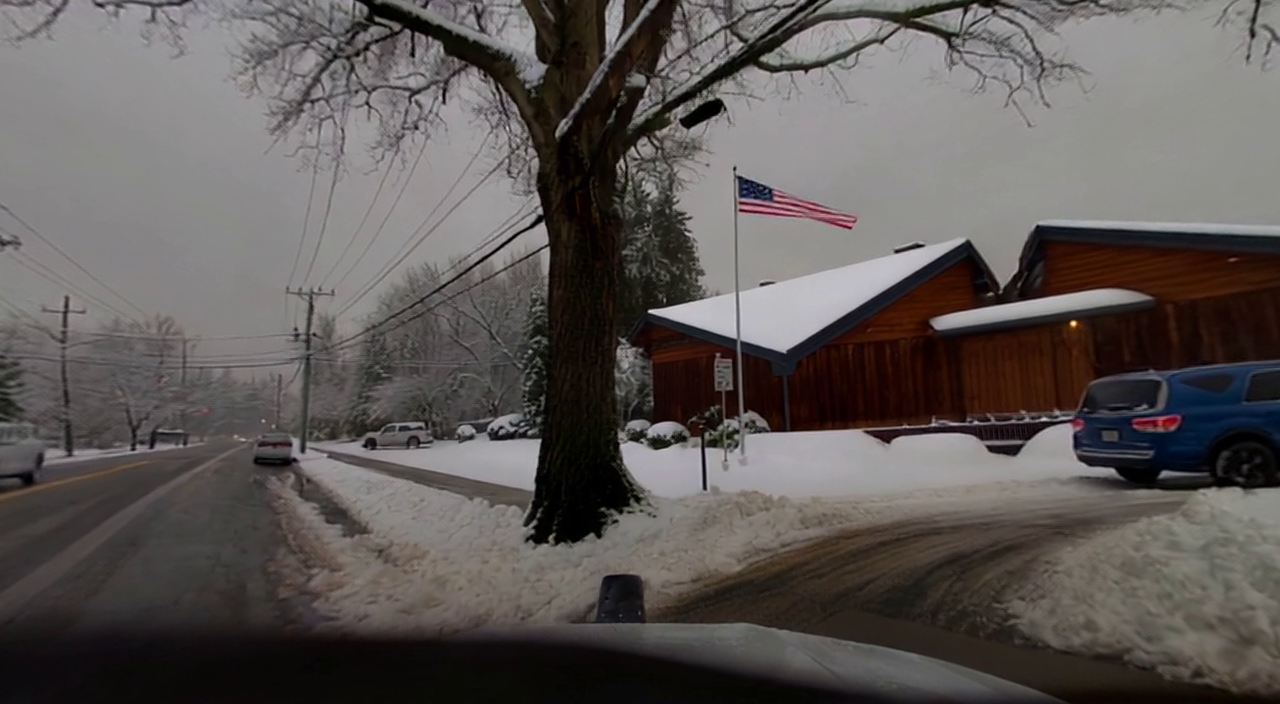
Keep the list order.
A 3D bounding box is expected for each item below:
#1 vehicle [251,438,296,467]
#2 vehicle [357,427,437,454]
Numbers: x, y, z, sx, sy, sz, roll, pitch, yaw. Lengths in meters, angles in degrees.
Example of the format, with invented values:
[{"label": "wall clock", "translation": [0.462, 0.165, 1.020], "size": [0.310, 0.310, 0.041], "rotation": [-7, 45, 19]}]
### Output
[{"label": "vehicle", "translation": [-20.187, 5.520, 34.833], "size": [1.941, 1.460, 4.206], "rotation": [5, -10, -30]}, {"label": "vehicle", "translation": [-16.630, 6.068, 43.311], "size": [4.767, 1.735, 1.920], "rotation": [5, -10, -31]}]
